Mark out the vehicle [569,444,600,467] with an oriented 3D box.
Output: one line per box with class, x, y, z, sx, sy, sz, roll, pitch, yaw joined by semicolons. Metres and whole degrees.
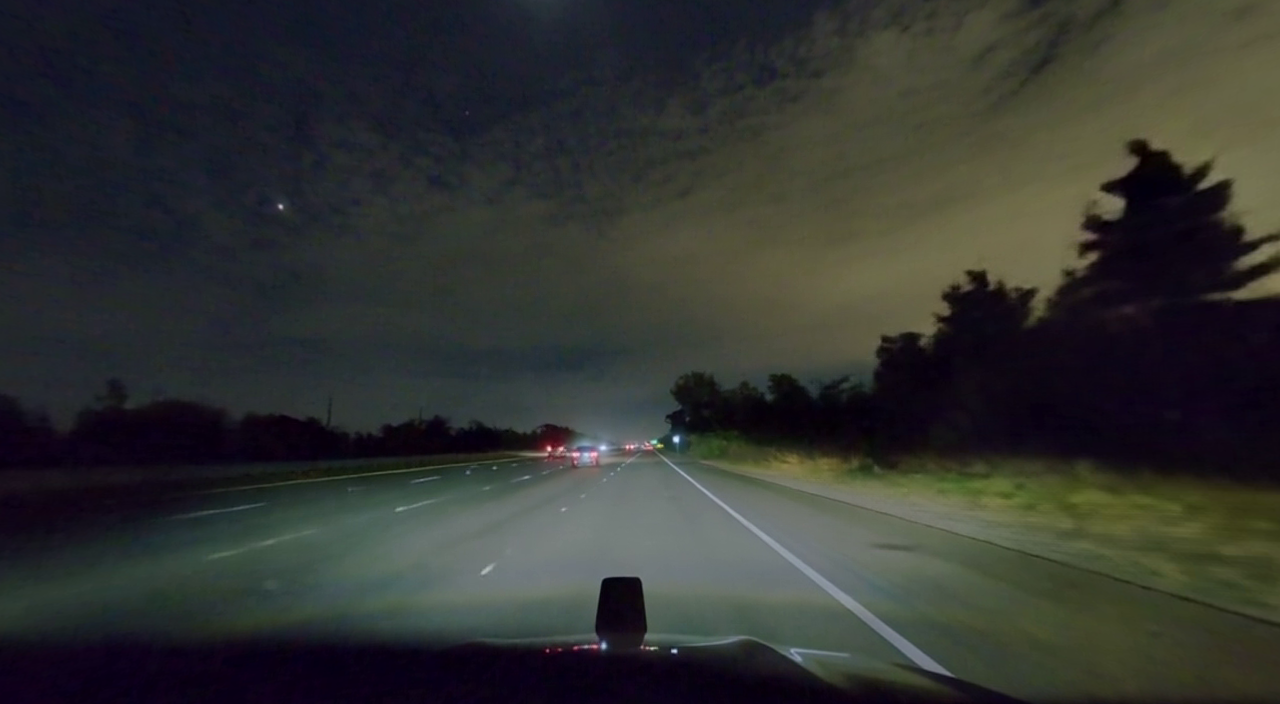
vehicle;-3.775;7.160;43.807;1.786;1.488;4.023;0;-9;0
